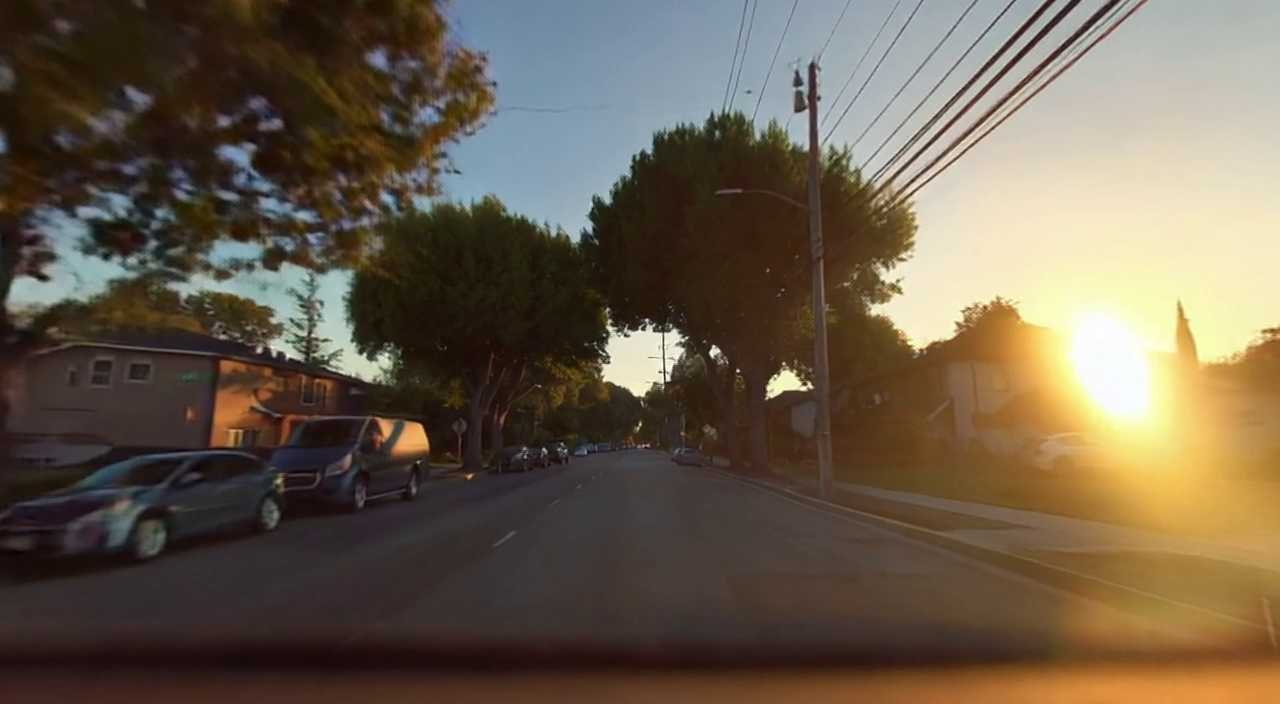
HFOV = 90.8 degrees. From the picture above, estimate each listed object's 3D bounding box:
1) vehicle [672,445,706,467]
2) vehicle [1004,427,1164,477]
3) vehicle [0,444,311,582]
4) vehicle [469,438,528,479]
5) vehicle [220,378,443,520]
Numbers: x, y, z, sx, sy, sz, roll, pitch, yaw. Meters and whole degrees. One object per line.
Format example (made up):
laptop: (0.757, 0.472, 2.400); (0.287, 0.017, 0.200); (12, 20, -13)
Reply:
vehicle: (3.290, 7.058, 43.064); (1.869, 1.453, 4.237); (0, -9, -2)
vehicle: (16.050, 3.658, 23.017); (4.275, 1.645, 1.874); (-1, -10, 1)
vehicle: (-6.695, 2.104, 8.956); (1.846, 1.427, 4.260); (-1, -10, -1)
vehicle: (-6.794, 5.150, 30.774); (1.963, 1.820, 4.297); (0, -9, -1)
vehicle: (-6.815, 2.332, 15.050); (2.439, 2.724, 5.647); (0, -10, -1)
